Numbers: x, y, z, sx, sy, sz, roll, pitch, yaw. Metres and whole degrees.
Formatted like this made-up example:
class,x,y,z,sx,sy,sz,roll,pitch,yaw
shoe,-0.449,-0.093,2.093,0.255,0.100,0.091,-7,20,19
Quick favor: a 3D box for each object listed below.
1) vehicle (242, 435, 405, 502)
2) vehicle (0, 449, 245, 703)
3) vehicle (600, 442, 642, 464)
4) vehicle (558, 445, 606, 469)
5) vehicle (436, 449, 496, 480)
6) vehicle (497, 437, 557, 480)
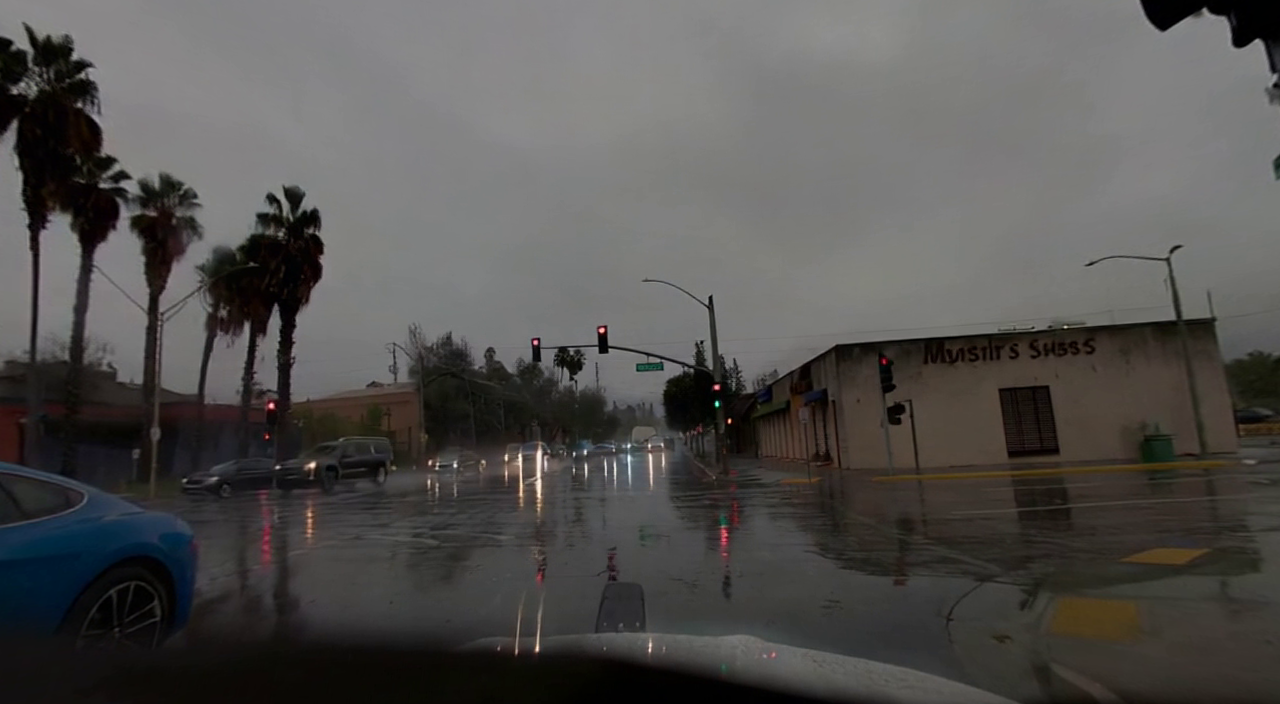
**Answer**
class,x,y,z,sx,sy,sz,roll,pitch,yaw
vehicle,-9.745,3.632,20.150,2.152,1.825,5.406,-1,-9,3
vehicle,-3.712,1.020,2.245,1.850,1.325,4.295,0,-9,0
vehicle,-1.431,7.919,49.524,2.072,1.613,4.386,-3,-9,15
vehicle,-3.759,6.925,41.935,1.839,1.468,4.549,-2,-9,13
vehicle,-11.170,7.223,40.913,1.870,1.705,4.426,-7,-10,11
vehicle,-4.873,4.678,27.916,2.092,1.709,4.775,0,-9,-4
